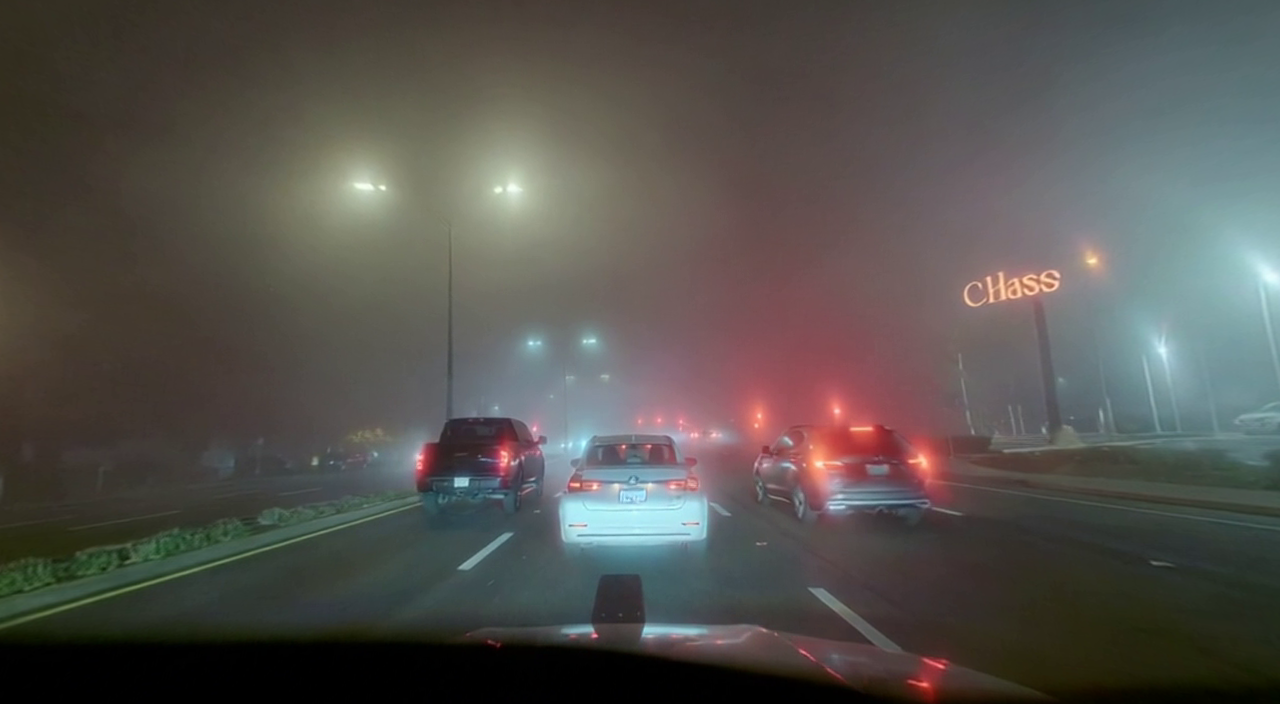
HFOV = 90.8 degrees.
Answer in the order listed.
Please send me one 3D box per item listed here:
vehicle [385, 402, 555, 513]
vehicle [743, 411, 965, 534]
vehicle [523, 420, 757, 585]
[{"bbox_3d":[-3.453,2.319,14.259,2.301,1.985,5.531,0,-8,0],"label":"vehicle"},{"bbox_3d":[3.331,2.000,11.097,2.092,1.658,4.814,0,-8,-1],"label":"vehicle"},{"bbox_3d":[-0.066,1.665,7.804,2.126,1.475,3.967,0,-8,-2],"label":"vehicle"}]
